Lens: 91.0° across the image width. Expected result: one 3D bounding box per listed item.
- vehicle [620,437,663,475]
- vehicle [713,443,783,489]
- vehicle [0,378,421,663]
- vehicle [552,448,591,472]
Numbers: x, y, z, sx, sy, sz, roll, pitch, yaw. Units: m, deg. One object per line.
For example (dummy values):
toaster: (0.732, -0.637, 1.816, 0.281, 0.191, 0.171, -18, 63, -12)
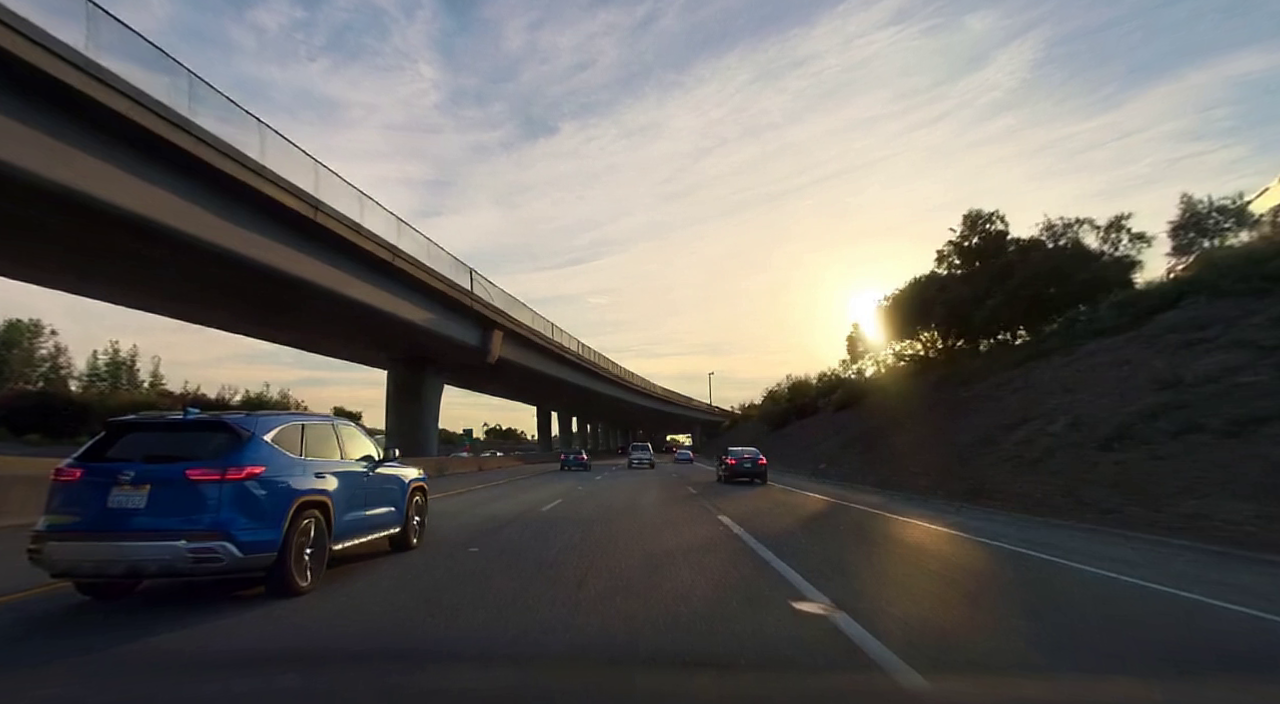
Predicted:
vehicle: (0.062, 5.635, 34.258, 2.155, 1.909, 4.529, 0, -9, 0)
vehicle: (3.909, 4.170, 23.414, 1.959, 1.554, 3.795, 0, -9, 0)
vehicle: (-4.060, 1.376, 6.229, 2.089, 1.751, 4.515, 0, -9, 1)
vehicle: (-4.432, 7.047, 41.323, 1.994, 1.475, 4.171, 0, -9, 1)
